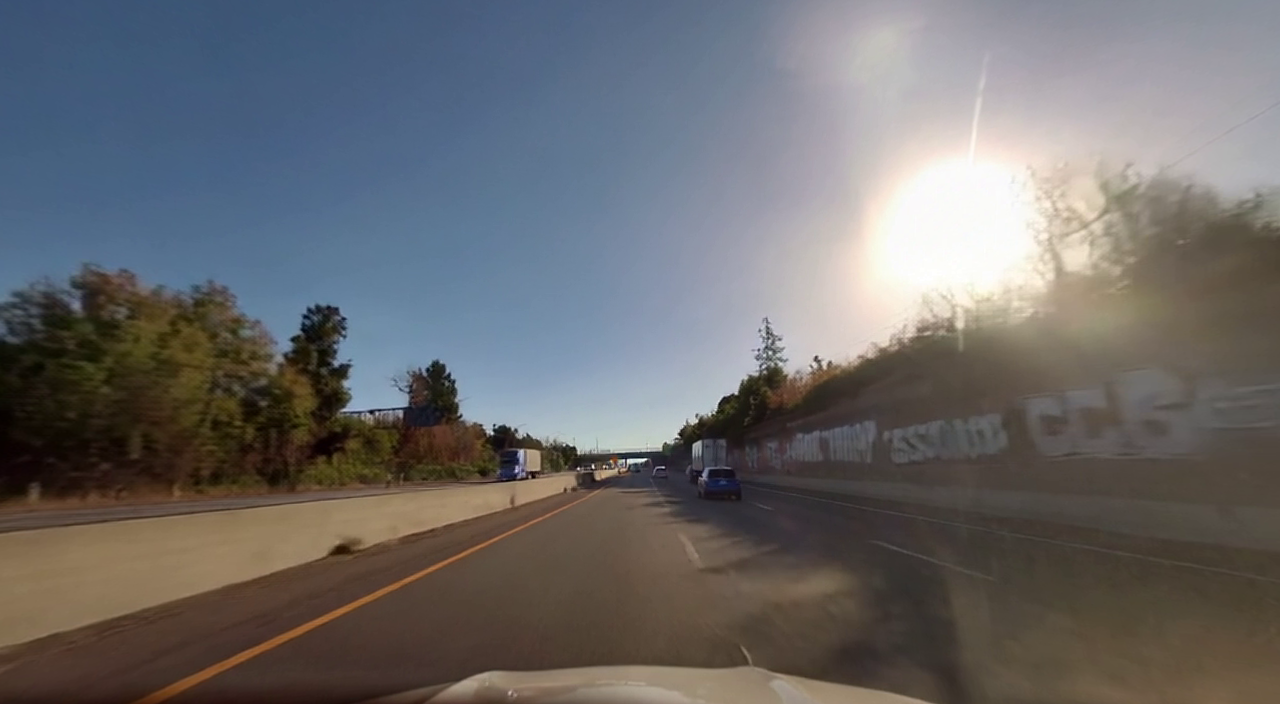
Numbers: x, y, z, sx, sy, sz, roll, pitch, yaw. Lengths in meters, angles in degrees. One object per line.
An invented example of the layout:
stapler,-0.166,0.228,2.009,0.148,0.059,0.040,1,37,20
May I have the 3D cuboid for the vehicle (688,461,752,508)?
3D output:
vehicle,2.980,5.020,24.145,2.011,1.574,3.512,2,-10,0
